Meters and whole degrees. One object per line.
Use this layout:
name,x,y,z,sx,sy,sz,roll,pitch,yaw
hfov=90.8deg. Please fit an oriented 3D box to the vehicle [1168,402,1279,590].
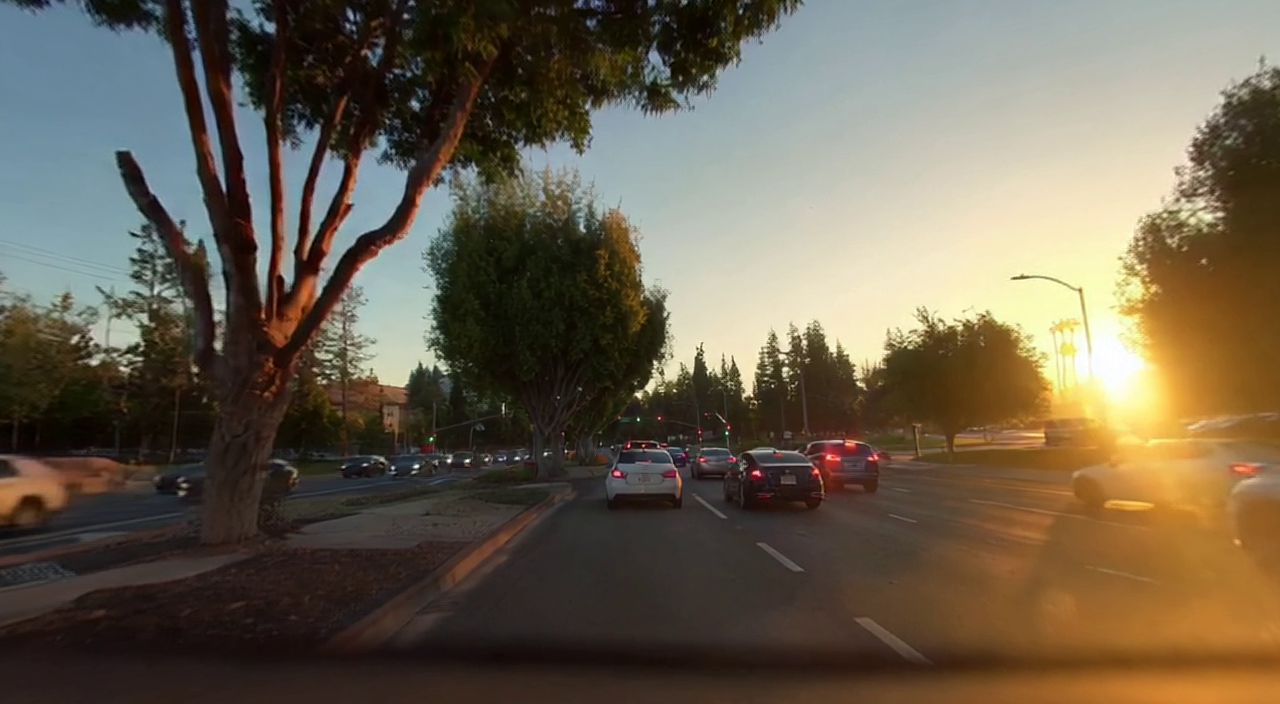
vehicle,6.932,1.176,4.796,1.987,1.730,4.373,0,-9,0

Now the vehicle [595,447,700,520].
vehicle,0.078,2.797,13.983,1.990,1.347,4.067,0,-9,-2

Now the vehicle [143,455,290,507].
vehicle,-13.998,4.243,21.332,2.018,1.469,4.916,1,-9,-7

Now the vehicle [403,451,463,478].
vehicle,-12.159,6.633,37.501,2.002,1.500,4.536,0,-9,0

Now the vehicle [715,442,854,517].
vehicle,3.110,2.858,14.839,1.970,1.445,4.974,0,-9,-2
